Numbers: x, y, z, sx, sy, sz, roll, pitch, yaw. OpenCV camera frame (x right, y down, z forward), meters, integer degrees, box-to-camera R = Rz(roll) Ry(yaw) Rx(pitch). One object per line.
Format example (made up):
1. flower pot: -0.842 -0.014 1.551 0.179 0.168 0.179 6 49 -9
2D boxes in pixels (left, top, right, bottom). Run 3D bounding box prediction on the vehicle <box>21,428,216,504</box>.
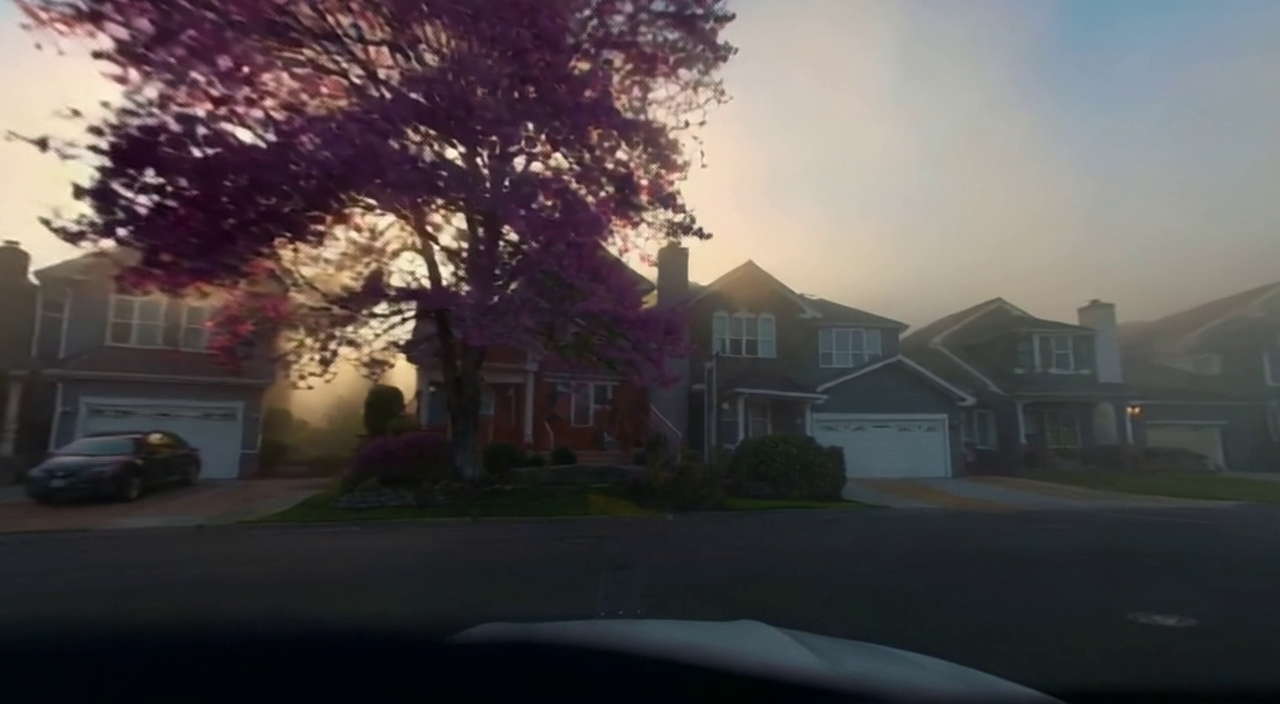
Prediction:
1. vehicle: -11.993 2.623 14.928 1.968 1.491 4.486 3 -9 -18
